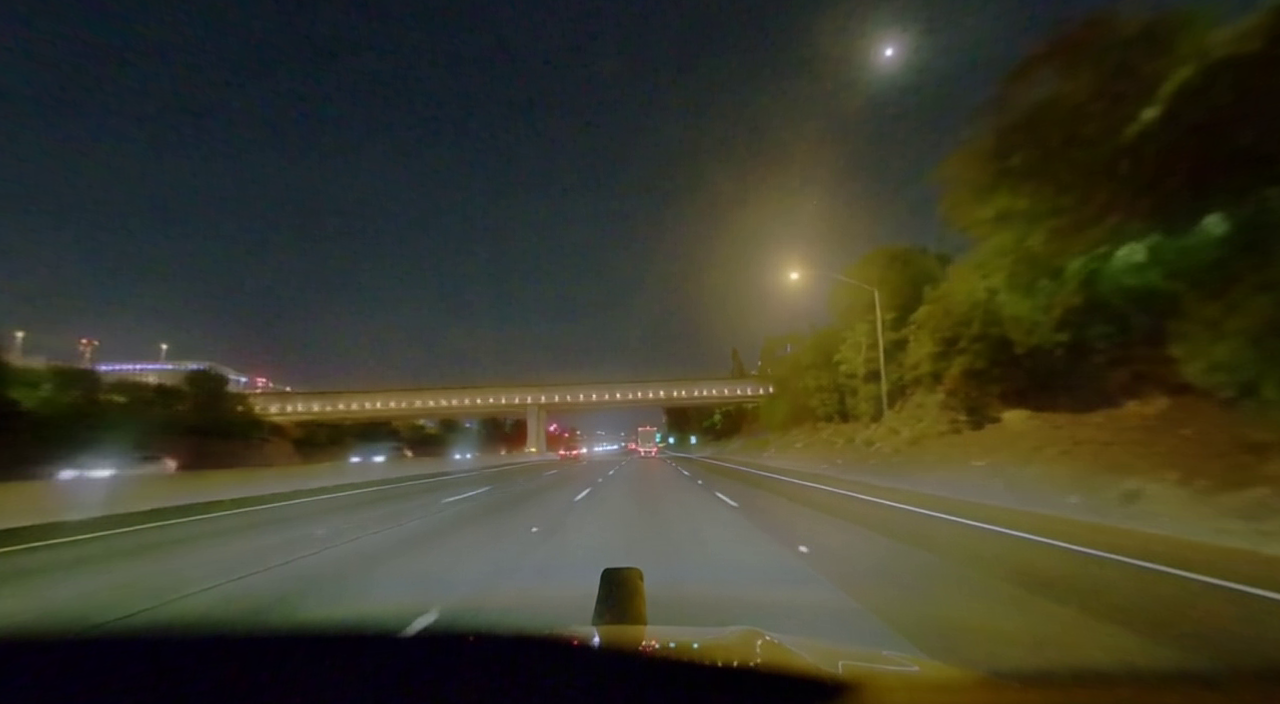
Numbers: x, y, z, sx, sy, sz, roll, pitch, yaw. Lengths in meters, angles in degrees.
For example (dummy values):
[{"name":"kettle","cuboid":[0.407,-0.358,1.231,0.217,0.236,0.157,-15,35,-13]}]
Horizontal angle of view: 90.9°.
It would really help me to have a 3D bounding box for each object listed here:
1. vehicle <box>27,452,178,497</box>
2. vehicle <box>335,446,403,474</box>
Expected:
[{"name":"vehicle","cuboid":[-24.976,5.676,29.691,2.098,1.822,5.501,-1,-8,3]},{"name":"vehicle","cuboid":[-16.157,6.439,37.880,2.009,1.568,4.433,0,-8,1]}]
